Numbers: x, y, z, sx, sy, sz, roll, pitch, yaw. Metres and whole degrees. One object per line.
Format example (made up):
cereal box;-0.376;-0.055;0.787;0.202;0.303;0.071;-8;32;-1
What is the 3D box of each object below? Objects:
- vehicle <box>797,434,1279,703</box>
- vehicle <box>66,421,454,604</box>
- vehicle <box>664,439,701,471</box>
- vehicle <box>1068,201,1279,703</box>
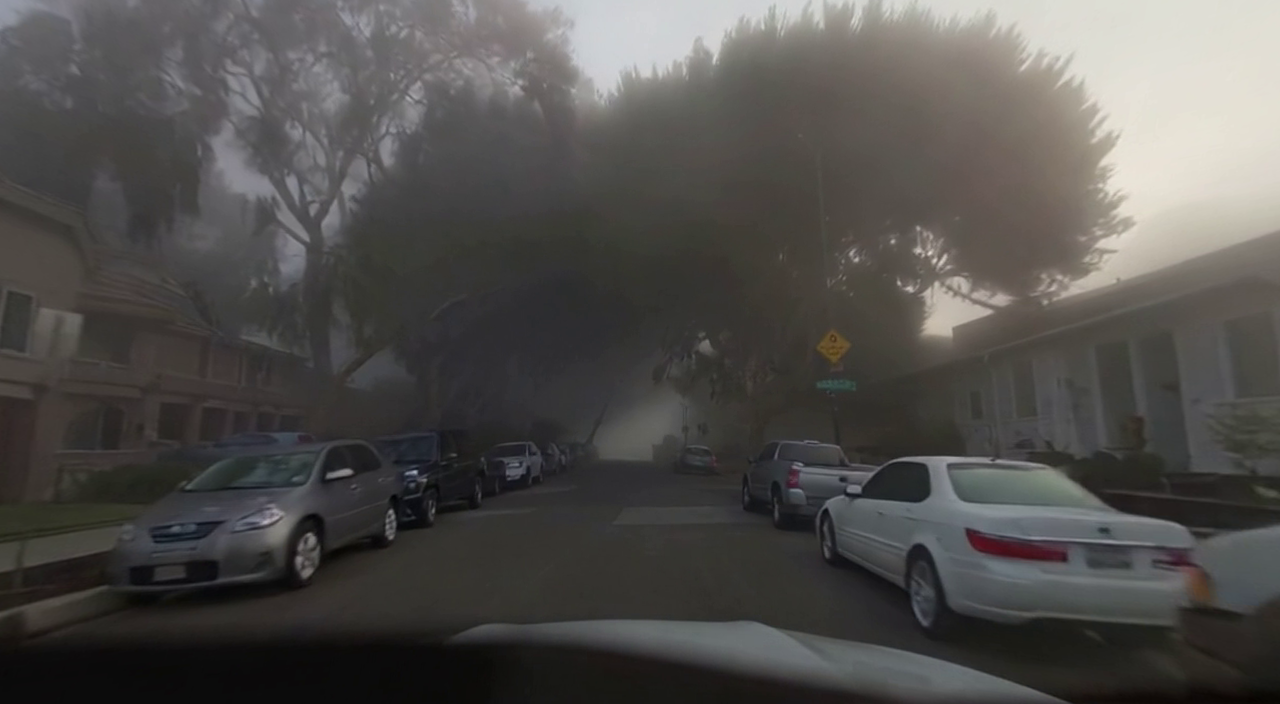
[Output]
vehicle;3.050;1.557;5.911;1.808;1.428;4.824;-1;-6;-1
vehicle;-4.092;1.762;8.038;1.908;1.493;4.806;4;-8;0
vehicle;3.028;7.414;45.793;2.191;2.038;4.962;0;-6;-2
vehicle;3.070;0.385;0.488;1.993;2.129;4.893;-1;-7;0
